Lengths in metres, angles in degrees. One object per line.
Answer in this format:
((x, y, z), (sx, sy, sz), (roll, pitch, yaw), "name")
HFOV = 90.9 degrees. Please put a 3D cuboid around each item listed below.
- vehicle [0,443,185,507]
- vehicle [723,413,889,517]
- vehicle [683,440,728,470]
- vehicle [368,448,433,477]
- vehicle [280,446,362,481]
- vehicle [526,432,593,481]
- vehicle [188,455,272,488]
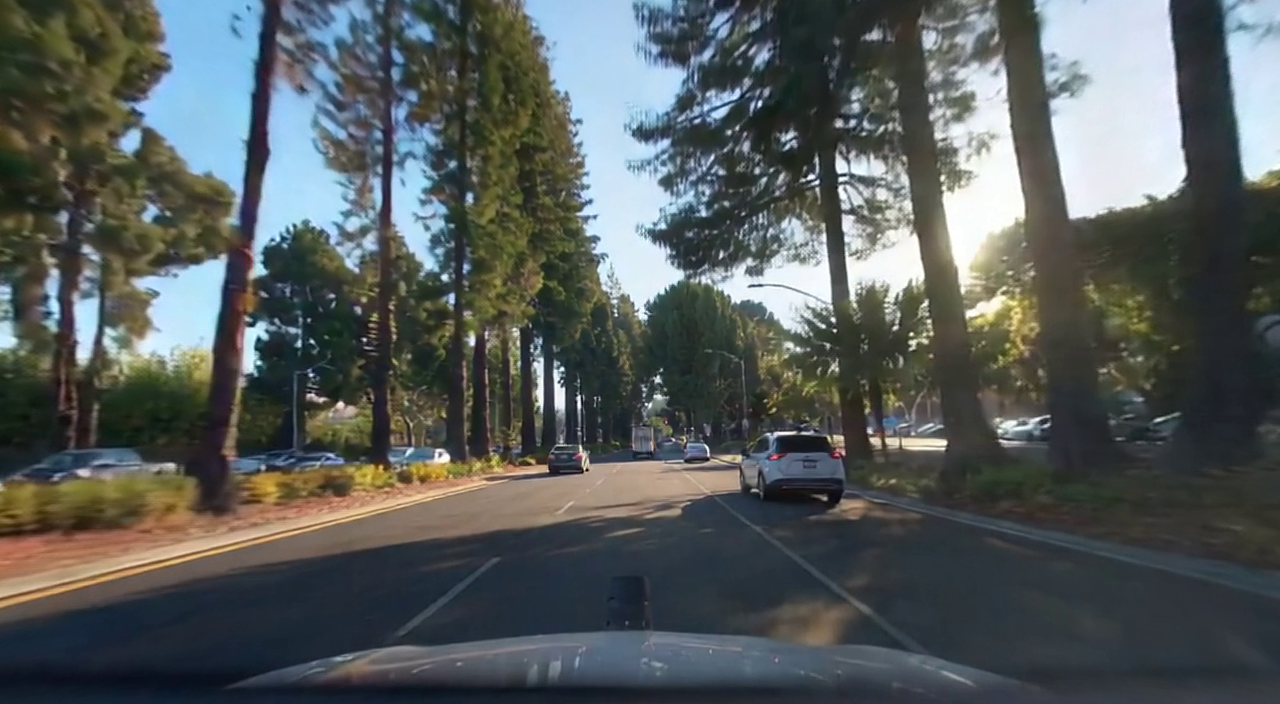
((-17.592, 3.851, 20.310), (2.124, 1.803, 4.878), (0, -8, 1), "vehicle")
((3.608, 2.636, 15.278), (2.381, 2.008, 5.971), (0, -8, 0), "vehicle")
((4.028, 6.374, 39.296), (2.280, 1.757, 4.572), (0, -8, 0), "vehicle")
((-13.592, 6.253, 36.027), (1.887, 1.513, 4.442), (0, -8, 1), "vehicle")
((-17.535, 6.124, 34.935), (2.059, 1.780, 4.641), (0, -8, 1), "vehicle")
((-3.397, 4.525, 27.619), (2.255, 1.940, 4.822), (0, -8, 0), "vehicle")
((-24.257, 7.062, 37.531), (2.173, 1.674, 4.690), (1, -8, -6), "vehicle")
